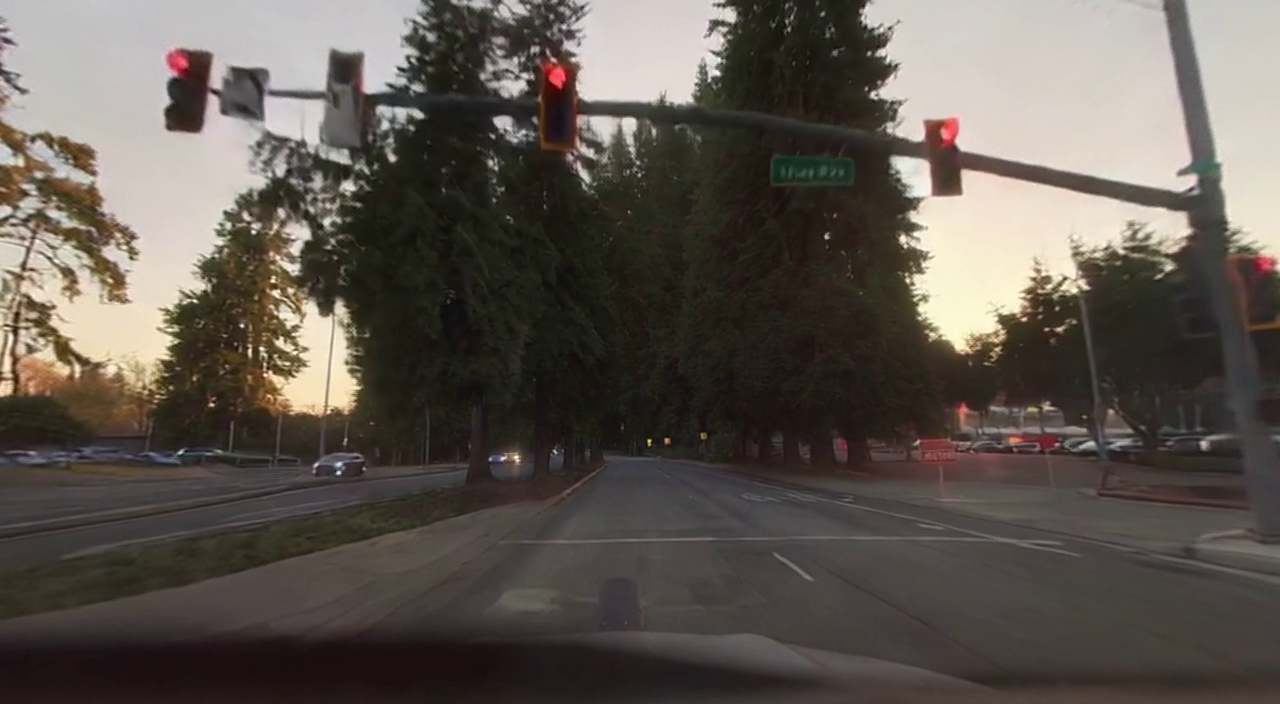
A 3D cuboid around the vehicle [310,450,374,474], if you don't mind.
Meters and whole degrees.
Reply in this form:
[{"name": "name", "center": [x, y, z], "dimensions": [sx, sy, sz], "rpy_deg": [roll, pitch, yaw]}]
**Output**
[{"name": "vehicle", "center": [-20.031, 7.406, 42.633], "dimensions": [2.099, 1.504, 4.721], "rpy_deg": [0, -9, -1]}]
